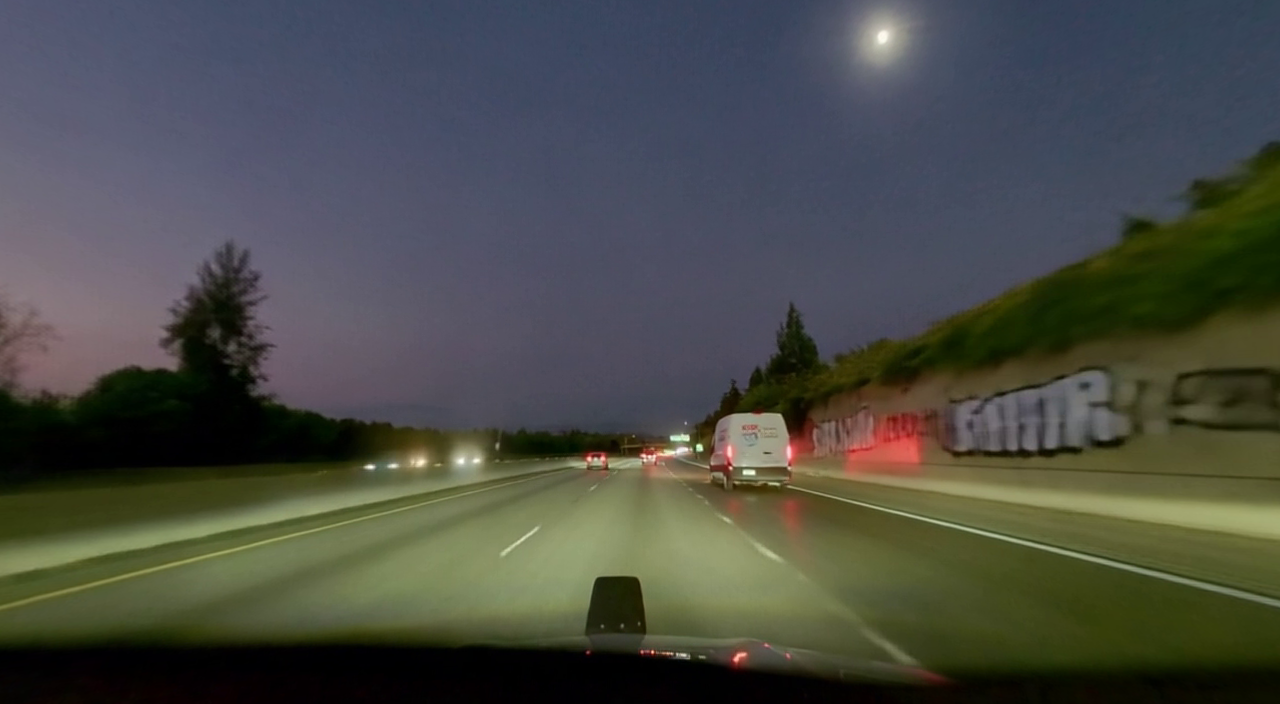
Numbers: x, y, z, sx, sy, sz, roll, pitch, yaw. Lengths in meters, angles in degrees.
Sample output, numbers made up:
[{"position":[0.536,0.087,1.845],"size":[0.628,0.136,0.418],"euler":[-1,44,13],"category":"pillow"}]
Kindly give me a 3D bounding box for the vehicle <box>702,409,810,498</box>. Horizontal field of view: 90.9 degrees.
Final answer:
[{"position":[3.673,3.417,21.320],"size":[2.469,2.591,5.653],"euler":[0,-9,-1],"category":"vehicle"}]

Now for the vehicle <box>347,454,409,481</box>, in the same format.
[{"position":[-15.638,6.900,37.846],"size":[1.795,1.502,4.437],"euler":[0,-9,0],"category":"vehicle"}]

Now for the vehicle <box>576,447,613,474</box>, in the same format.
[{"position":[-2.854,6.978,40.636],"size":[1.964,1.618,4.489],"euler":[0,-9,1],"category":"vehicle"}]
